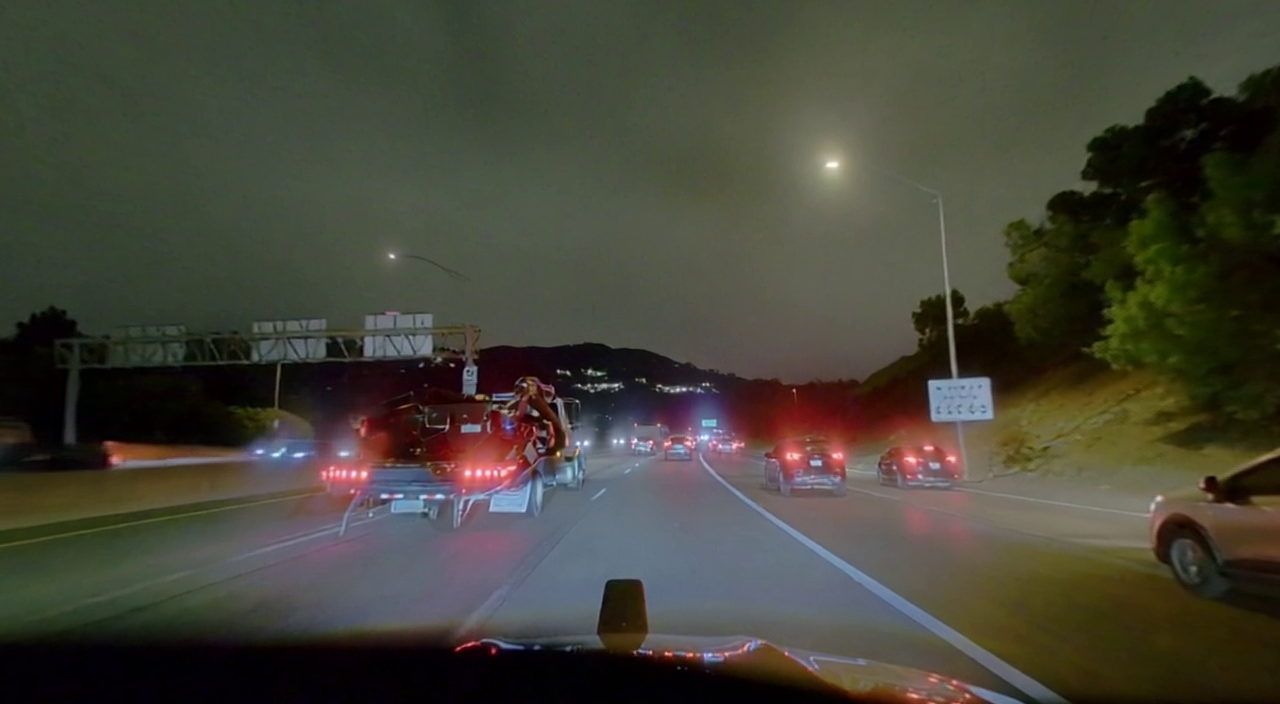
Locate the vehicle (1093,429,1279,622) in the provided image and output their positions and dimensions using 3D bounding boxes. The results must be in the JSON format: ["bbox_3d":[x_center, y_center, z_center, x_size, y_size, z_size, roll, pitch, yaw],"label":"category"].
[{"bbox_3d":[5.992,1.301,4.594,2.040,1.481,4.260,1,-8,-3],"label":"vehicle"}]

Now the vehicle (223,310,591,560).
[{"bbox_3d":[-3.158,1.701,12.675,3.162,2.955,10.282,0,-8,2],"label":"vehicle"}]

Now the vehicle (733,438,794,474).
[{"bbox_3d":[6.006,5.085,31.191,2.075,1.614,4.682,0,-8,0],"label":"vehicle"}]

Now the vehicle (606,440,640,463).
[{"bbox_3d":[-1.115,6.918,43.973,2.016,1.450,4.310,-1,-8,4],"label":"vehicle"}]

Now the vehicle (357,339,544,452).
[{"bbox_3d":[-3.147,0.982,11.698,1.893,1.674,4.766,0,-8,1],"label":"vehicle"}]

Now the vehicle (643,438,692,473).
[{"bbox_3d":[1.267,4.728,29.044,2.079,1.499,3.915,0,-8,2],"label":"vehicle"}]
